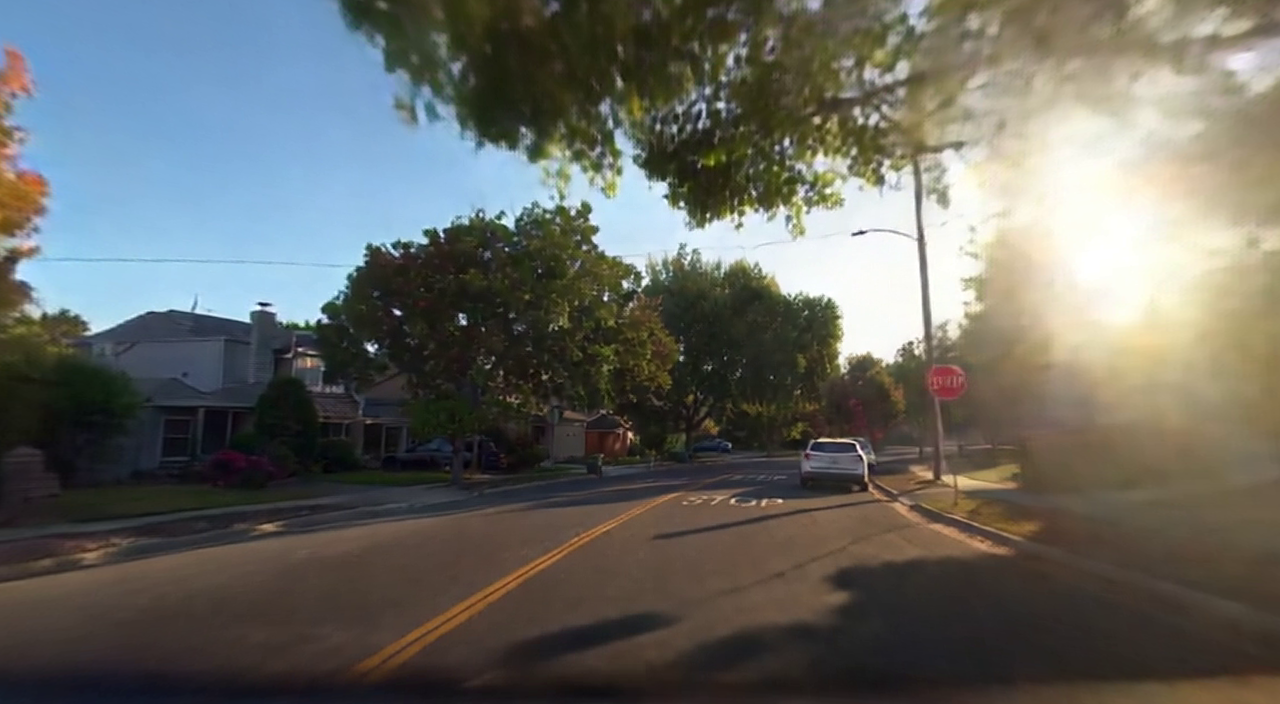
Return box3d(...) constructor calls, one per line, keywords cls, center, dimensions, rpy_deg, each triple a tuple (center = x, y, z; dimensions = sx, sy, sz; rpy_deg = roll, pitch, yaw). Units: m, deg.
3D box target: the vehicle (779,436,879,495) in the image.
box3d(cls="vehicle", center=(6.160, 3.602, 20.427), dimensions=(2.692, 1.649, 4.689), rpy_deg=(-3, -9, 18))
